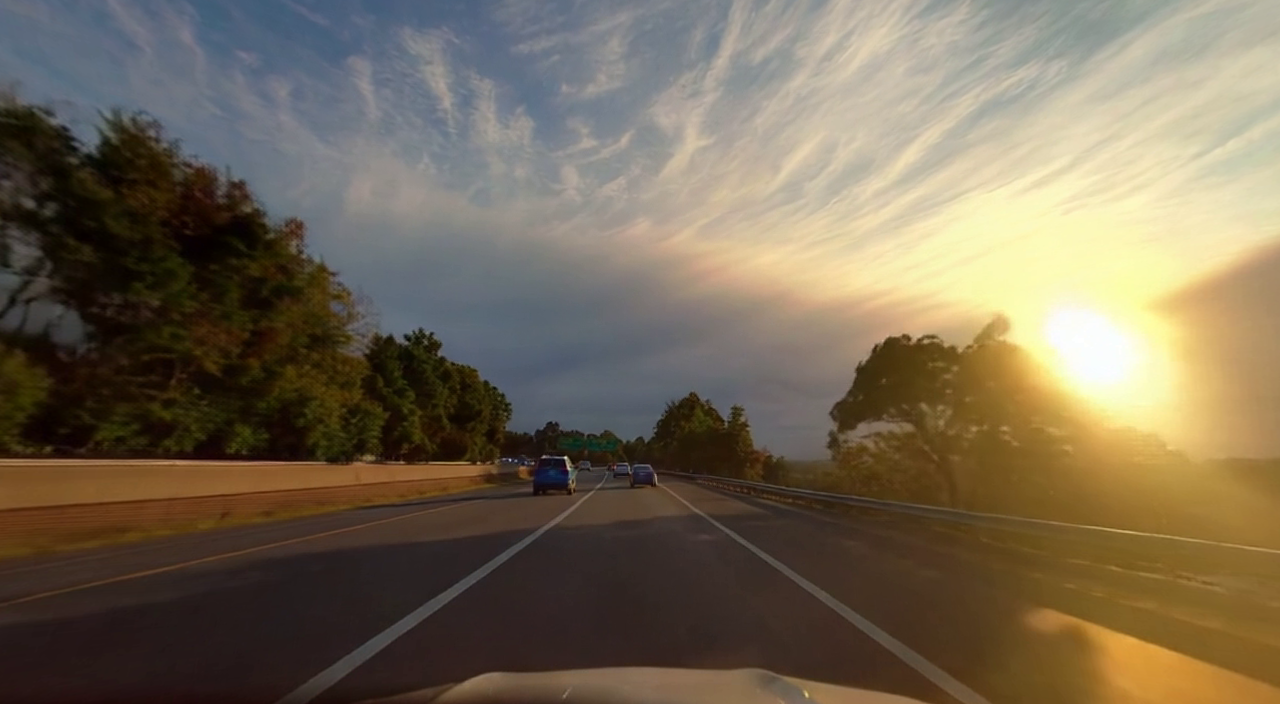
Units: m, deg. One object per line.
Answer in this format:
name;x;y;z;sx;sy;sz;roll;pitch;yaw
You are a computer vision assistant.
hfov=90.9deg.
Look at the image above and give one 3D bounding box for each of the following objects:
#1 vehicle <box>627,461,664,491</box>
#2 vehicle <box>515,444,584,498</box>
vehicle;0.283;6.976;35.419;1.905;1.559;3.491;1;-10;-2
vehicle;-3.825;5.187;27.619;2.237;2.113;4.815;0;-10;1
